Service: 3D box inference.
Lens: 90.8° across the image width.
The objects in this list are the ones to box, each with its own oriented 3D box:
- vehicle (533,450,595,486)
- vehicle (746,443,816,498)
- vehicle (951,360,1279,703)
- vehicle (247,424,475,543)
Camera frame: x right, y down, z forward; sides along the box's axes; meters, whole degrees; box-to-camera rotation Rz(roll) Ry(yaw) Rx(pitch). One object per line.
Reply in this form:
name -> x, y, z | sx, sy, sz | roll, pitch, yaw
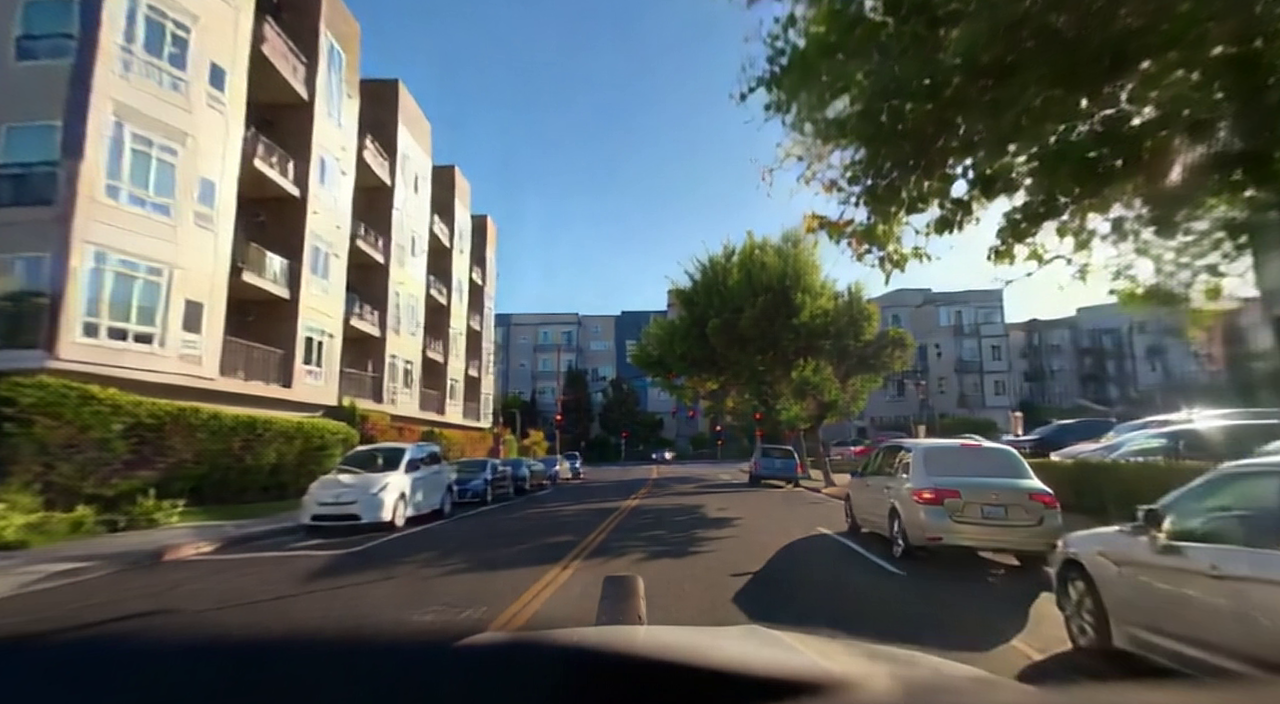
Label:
vehicle -> -3.369, 5.246, 28.956 | 1.934, 1.484, 4.630 | -1, -8, 5
vehicle -> 5.352, 4.517, 24.654 | 2.034, 1.689, 4.978 | -1, -6, 5
vehicle -> 3.567, 0.972, 3.006 | 2.153, 1.685, 4.586 | -1, -8, 5
vehicle -> -4.971, 2.389, 12.202 | 1.993, 1.817, 4.619 | -1, -8, 4
